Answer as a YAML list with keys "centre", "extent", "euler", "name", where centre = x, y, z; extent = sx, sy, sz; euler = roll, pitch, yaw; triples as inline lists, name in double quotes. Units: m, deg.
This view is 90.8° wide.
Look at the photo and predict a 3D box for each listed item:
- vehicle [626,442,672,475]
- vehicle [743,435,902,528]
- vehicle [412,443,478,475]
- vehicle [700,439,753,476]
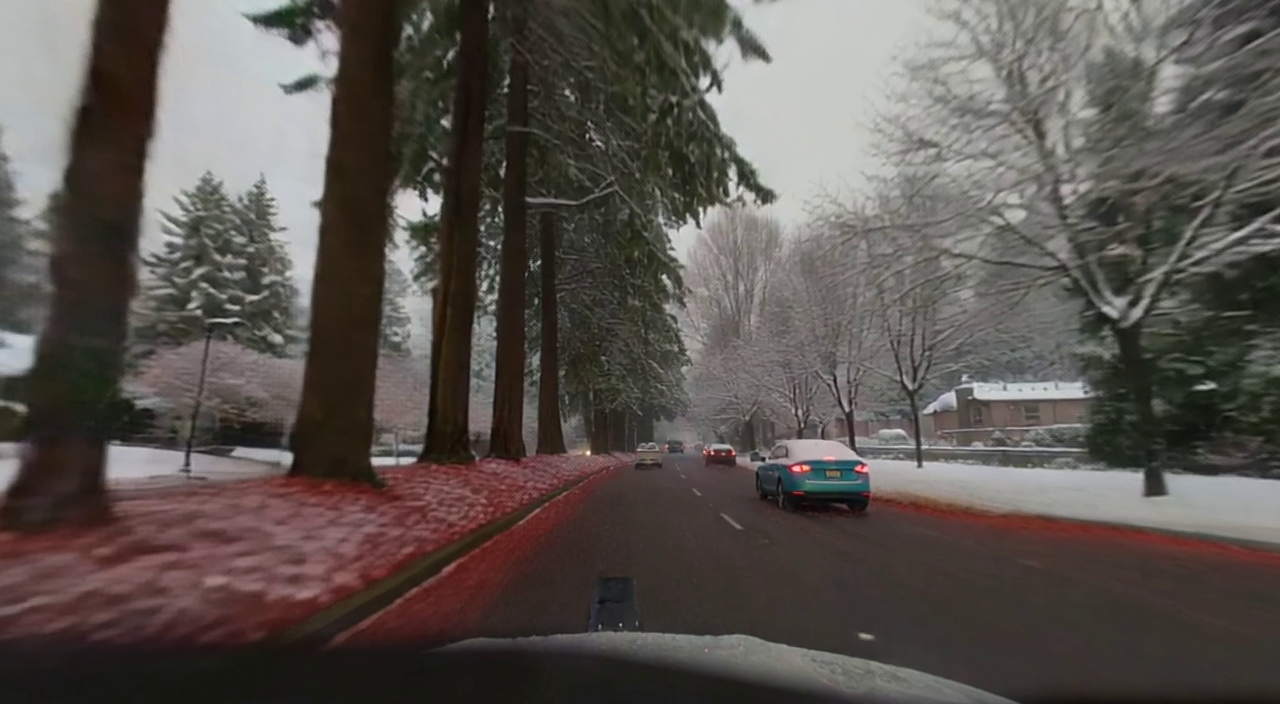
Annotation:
- centre: [0.481, 5.091, 30.485]
  extent: [2.082, 1.473, 4.028]
  euler: [0, -9, 2]
  name: "vehicle"
- centre: [3.396, 2.481, 12.695]
  extent: [1.985, 1.529, 4.147]
  euler: [0, -9, 1]
  name: "vehicle"
- centre: [-10.848, 5.979, 35.527]
  extent: [2.067, 1.657, 4.510]
  euler: [0, -9, 2]
  name: "vehicle"
- centre: [4.180, 5.154, 31.122]
  extent: [2.074, 1.652, 4.340]
  euler: [0, -9, 1]
  name: "vehicle"
